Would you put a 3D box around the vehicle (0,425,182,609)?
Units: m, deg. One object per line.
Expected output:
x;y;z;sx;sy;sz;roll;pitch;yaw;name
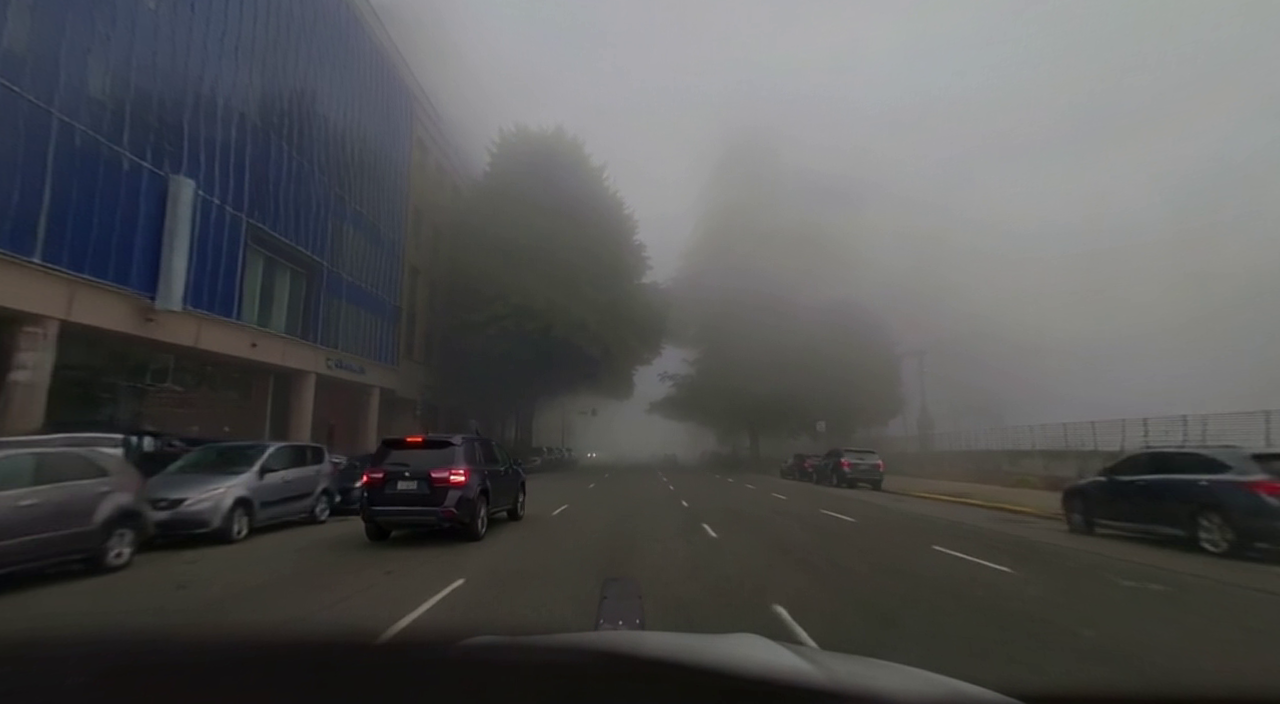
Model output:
-7.014;1.546;5.845;1.860;1.723;4.950;0;-8;-1;vehicle

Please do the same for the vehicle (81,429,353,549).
-7.103;2.370;11.304;1.880;1.713;4.172;0;-10;1;vehicle

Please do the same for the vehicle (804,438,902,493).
9.121;4.884;27.728;2.249;2.117;5.743;0;-8;0;vehicle

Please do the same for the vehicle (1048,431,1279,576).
9.279;2.303;10.120;2.167;1.839;4.970;4;-8;0;vehicle

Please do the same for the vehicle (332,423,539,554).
-3.133;2.170;10.822;2.002;1.756;4.366;0;-8;1;vehicle
